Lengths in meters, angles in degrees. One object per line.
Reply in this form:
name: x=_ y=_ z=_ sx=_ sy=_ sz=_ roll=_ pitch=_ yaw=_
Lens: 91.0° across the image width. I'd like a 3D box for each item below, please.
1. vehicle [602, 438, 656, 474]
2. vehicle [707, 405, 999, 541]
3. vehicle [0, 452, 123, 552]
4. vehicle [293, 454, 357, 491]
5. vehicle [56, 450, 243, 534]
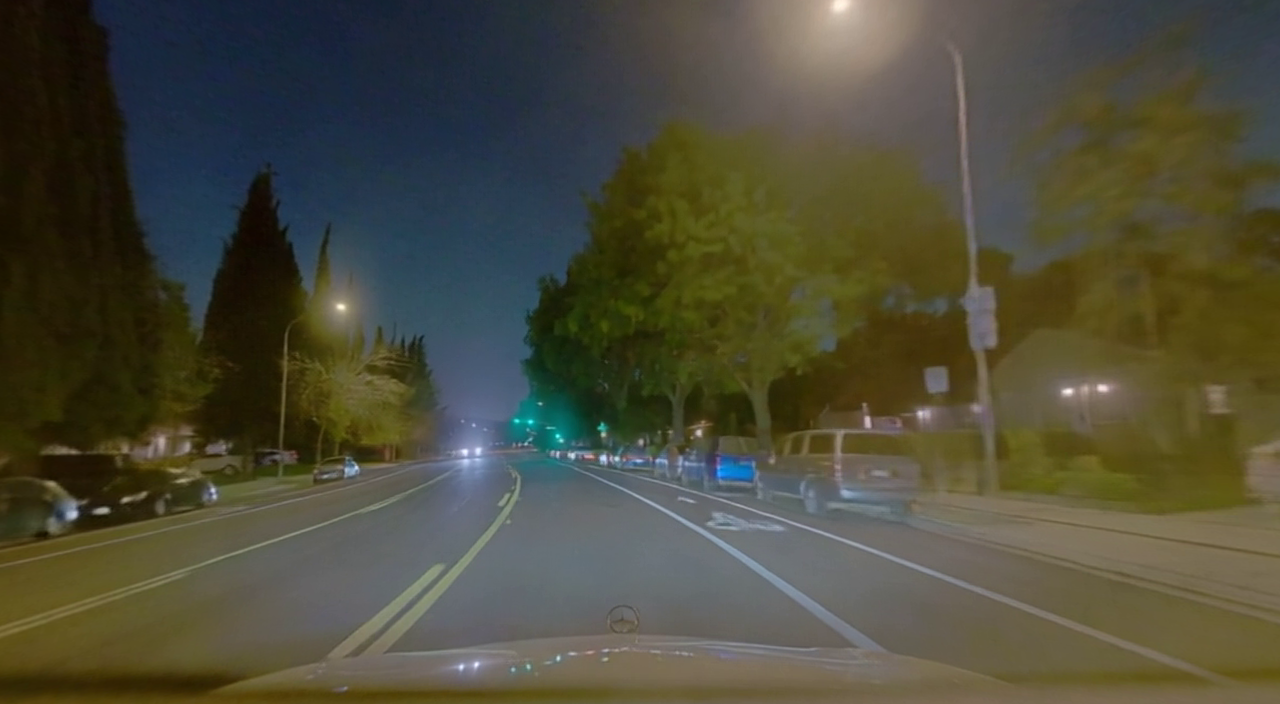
vehicle: x=-0.742 y=5.866 z=35.998 sx=2.348 sy=1.804 sz=5.207 roll=4 pitch=-8 yaw=-8
vehicle: x=3.518 y=2.301 z=12.687 sx=2.723 sy=1.785 sz=7.174 roll=4 pitch=-9 yaw=-6
vehicle: x=-12.209 y=2.837 z=11.487 sx=1.992 sy=1.677 sz=4.499 roll=-7 pitch=-7 yaw=-4
vehicle: x=-16.532 y=6.293 z=33.257 sx=1.932 sy=1.468 sz=4.305 roll=-6 pitch=-7 yaw=-12
vehicle: x=-13.225 y=3.712 z=17.348 sx=2.159 sy=1.677 sz=4.112 roll=-7 pitch=-8 yaw=-6
